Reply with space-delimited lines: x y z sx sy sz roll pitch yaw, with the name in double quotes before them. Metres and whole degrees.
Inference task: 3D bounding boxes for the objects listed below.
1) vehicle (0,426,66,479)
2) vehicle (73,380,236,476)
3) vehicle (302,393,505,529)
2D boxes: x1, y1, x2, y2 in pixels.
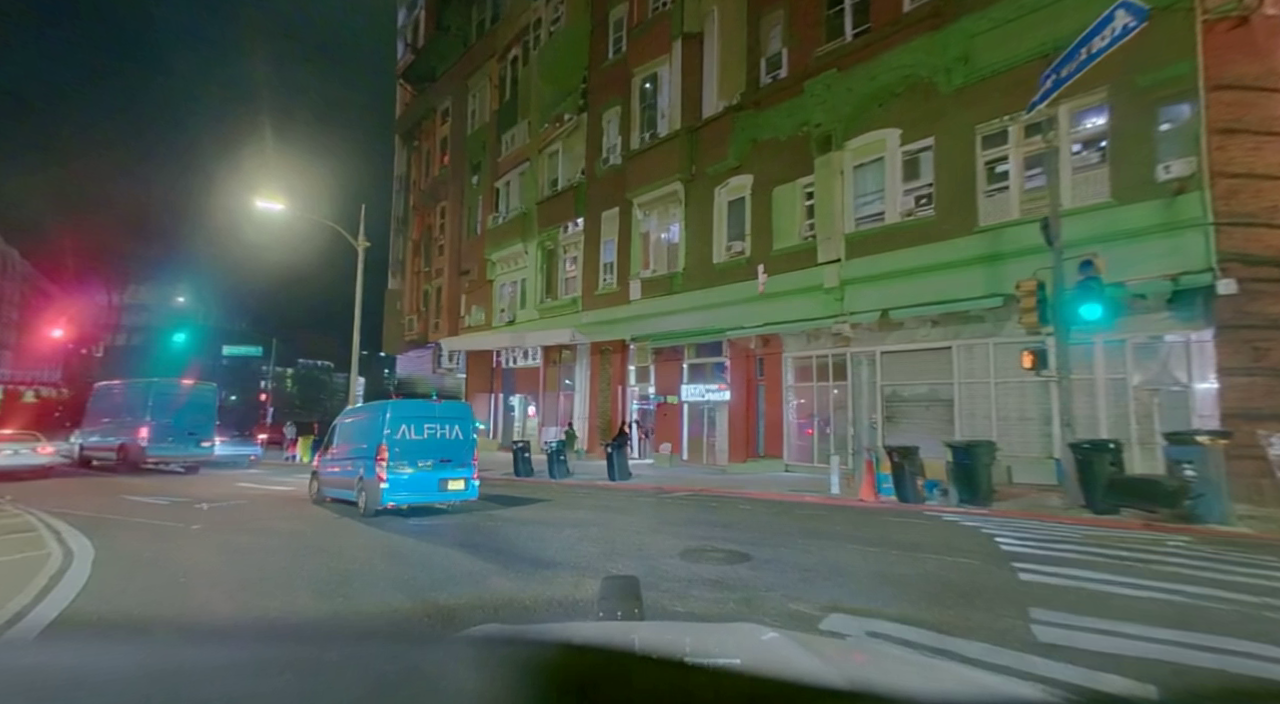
"vehicle" -18.926 2.974 18.820 3.426 1.461 1.841 -6 -9 36
"vehicle" -16.115 2.542 20.751 6.504 2.703 2.333 -6 -10 36
"vehicle" -4.340 1.836 11.177 1.951 1.907 4.266 6 -10 -40
